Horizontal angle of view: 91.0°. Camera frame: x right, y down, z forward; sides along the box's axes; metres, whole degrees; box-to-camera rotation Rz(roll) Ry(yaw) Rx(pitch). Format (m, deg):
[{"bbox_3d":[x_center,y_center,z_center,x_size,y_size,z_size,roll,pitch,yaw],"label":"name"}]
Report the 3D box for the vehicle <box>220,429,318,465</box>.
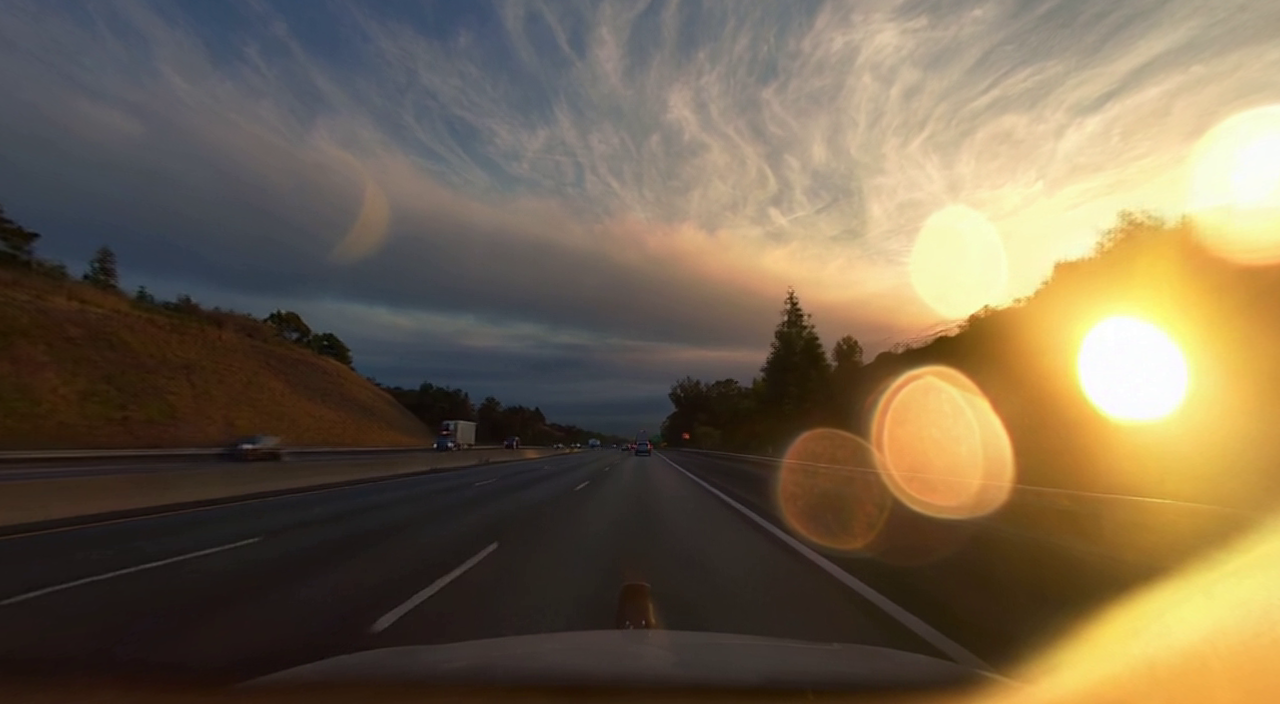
[{"bbox_3d":[-16.407,4.223,28.087,1.880,1.462,4.045,0,-8,1],"label":"vehicle"}]
